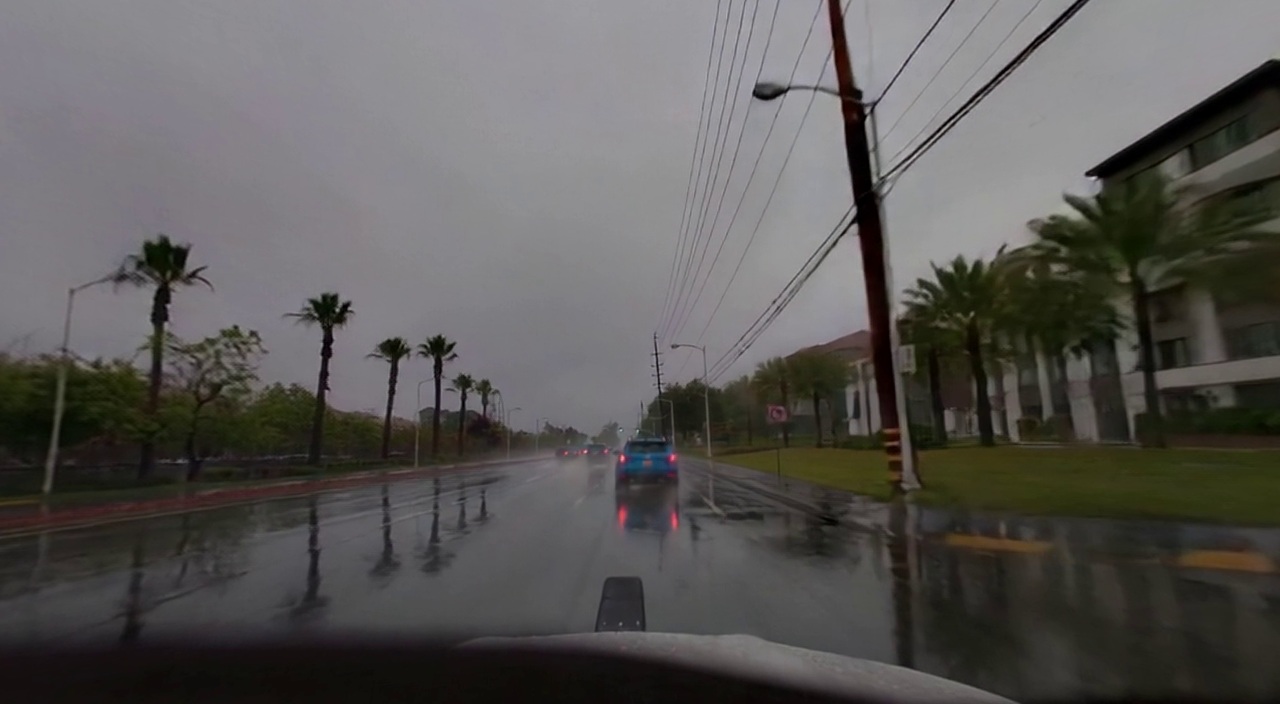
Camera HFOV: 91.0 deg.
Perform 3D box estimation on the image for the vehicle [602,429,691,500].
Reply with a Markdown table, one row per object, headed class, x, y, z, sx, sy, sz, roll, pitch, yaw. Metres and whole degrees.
| class | x | y | z | sx | sy | sz | roll | pitch | yaw |
| --- | --- | --- | --- | --- | --- | --- | --- | --- | --- |
| vehicle | 0.142 | 3.095 | 17.682 | 2.198 | 1.706 | 4.166 | 0 | -9 | -1 |
